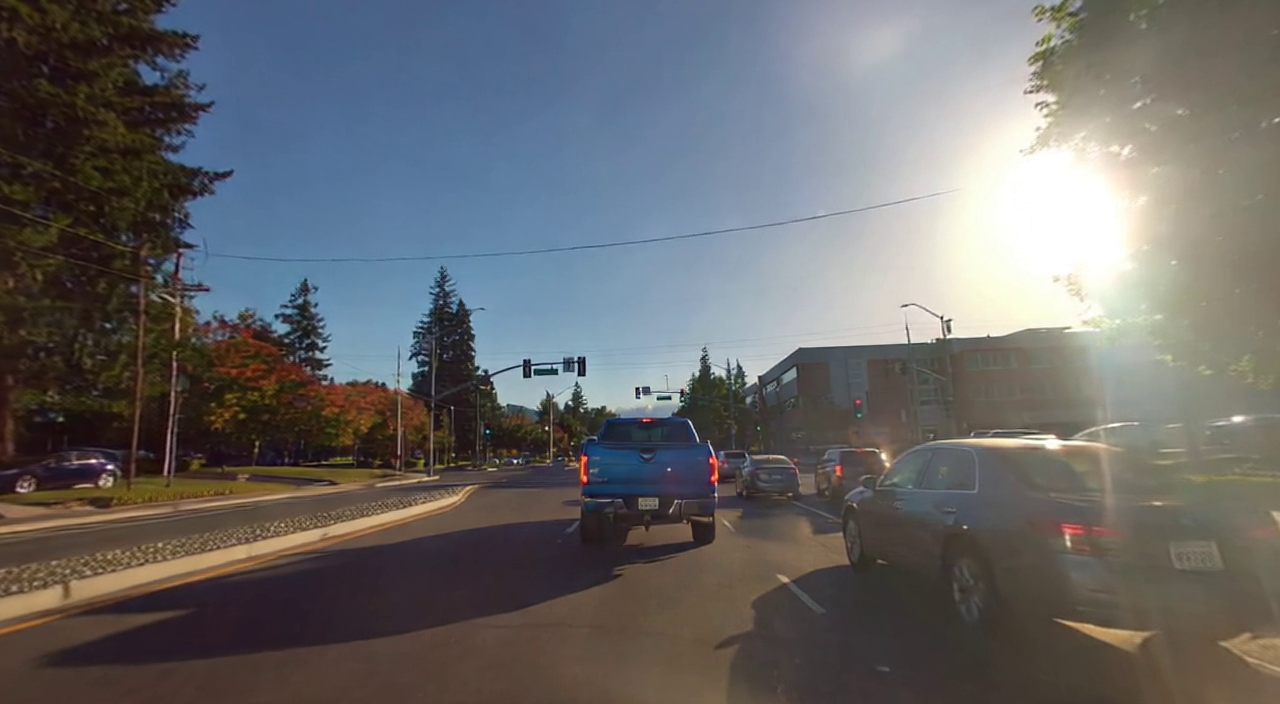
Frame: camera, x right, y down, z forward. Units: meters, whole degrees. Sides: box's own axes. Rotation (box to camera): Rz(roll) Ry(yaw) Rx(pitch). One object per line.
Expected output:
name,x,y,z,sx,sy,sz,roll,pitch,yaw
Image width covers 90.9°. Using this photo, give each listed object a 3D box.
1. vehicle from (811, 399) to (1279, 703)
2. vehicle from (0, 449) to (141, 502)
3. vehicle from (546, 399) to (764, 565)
vehicle,3.323,1.441,5.544,2.155,1.667,5.162,0,-9,0
vehicle,-21.747,4.577,23.858,2.062,1.764,4.508,0,-8,-2
vehicle,0.194,1.986,10.451,2.636,2.011,5.425,0,-8,0
